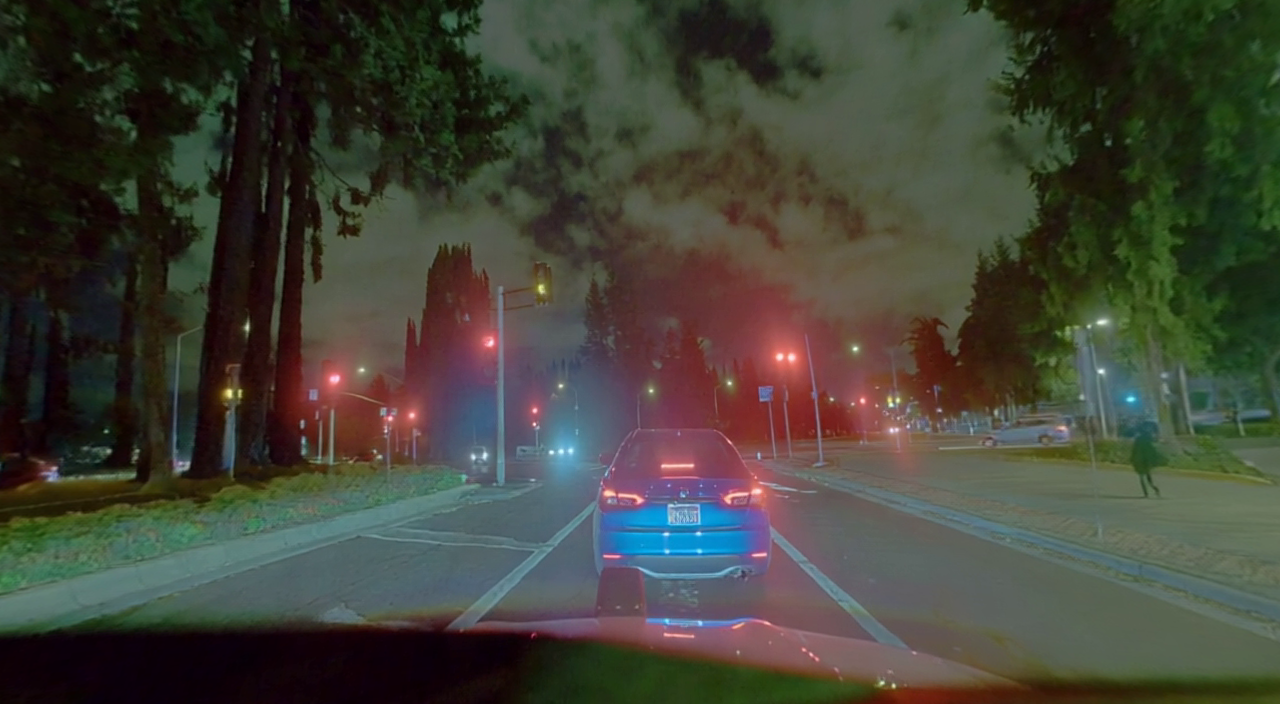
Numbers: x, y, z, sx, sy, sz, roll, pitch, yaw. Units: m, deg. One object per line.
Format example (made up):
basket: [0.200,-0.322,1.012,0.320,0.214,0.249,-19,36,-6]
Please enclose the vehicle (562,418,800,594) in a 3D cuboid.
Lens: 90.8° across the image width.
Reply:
vehicle: [0.389,1.611,7.401,2.035,1.499,3.799,0,-8,1]
